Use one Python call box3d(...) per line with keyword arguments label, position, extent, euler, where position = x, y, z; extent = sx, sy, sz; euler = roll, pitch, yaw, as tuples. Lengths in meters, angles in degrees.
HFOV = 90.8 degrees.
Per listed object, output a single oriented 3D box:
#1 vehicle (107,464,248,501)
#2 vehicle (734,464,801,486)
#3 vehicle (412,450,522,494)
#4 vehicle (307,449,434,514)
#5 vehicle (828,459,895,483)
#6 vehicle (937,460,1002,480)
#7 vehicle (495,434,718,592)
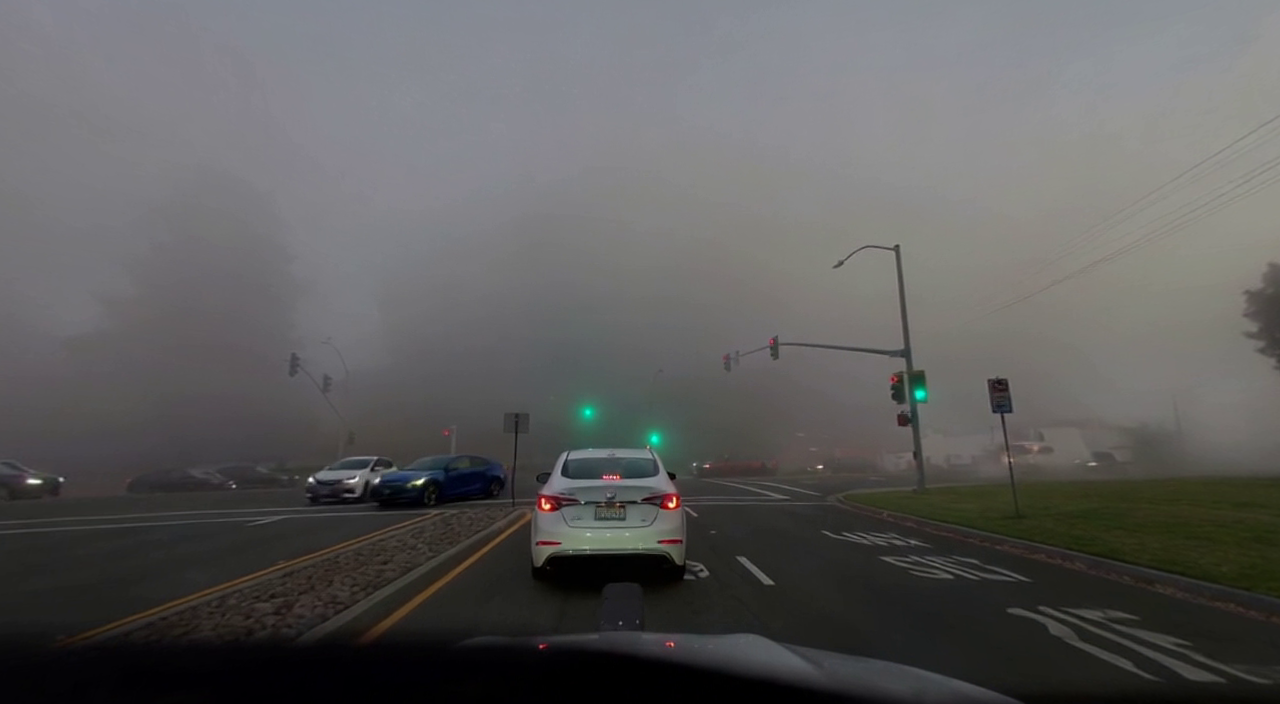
box3d(label="vehicle", position=(-20.086, 5.683, 27.660), extent=(4.548, 1.449, 1.802), euler=(2, -9, -13))
box3d(label="vehicle", position=(9.039, 8.740, 45.037), extent=(4.254, 1.359, 1.895), euler=(2, -9, -16))
box3d(label="vehicle", position=(-8.830, 6.007, 32.141), extent=(5.500, 2.012, 2.201), euler=(-5, -10, 32))
box3d(label="vehicle", position=(-7.377, 3.545, 17.899), extent=(2.078, 1.534, 4.646), euler=(1, -9, -8))
box3d(label="vehicle", position=(16.459, 8.804, 47.059), extent=(4.337, 1.637, 1.860), euler=(2, -9, -16))
box3d(label="vehicle", position=(25.928, 9.282, 49.762), extent=(4.358, 1.471, 1.875), euler=(2, -9, -16))
box3d(label="vehicle", position=(-0.359, 1.858, 8.203), extent=(2.112, 1.479, 4.264), euler=(0, -9, -1))
